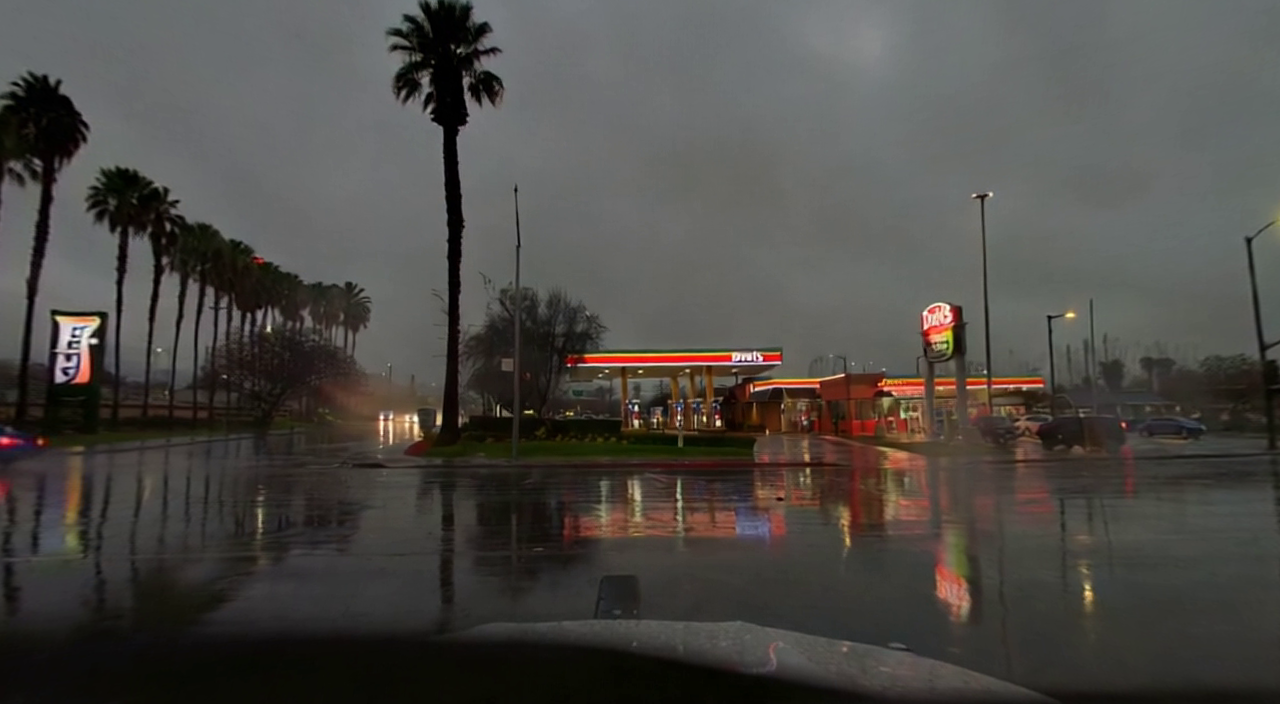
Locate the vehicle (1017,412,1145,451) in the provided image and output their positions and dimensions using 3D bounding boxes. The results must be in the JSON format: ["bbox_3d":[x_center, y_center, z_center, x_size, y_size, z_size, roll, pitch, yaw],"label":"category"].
[{"bbox_3d":[21.916,3.918,31.511,4.880,1.754,2.202,0,-5,-7],"label":"vehicle"}]

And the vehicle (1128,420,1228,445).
[{"bbox_3d":[33.936,5.150,40.034,1.805,1.466,4.641,1,-8,-8],"label":"vehicle"}]
